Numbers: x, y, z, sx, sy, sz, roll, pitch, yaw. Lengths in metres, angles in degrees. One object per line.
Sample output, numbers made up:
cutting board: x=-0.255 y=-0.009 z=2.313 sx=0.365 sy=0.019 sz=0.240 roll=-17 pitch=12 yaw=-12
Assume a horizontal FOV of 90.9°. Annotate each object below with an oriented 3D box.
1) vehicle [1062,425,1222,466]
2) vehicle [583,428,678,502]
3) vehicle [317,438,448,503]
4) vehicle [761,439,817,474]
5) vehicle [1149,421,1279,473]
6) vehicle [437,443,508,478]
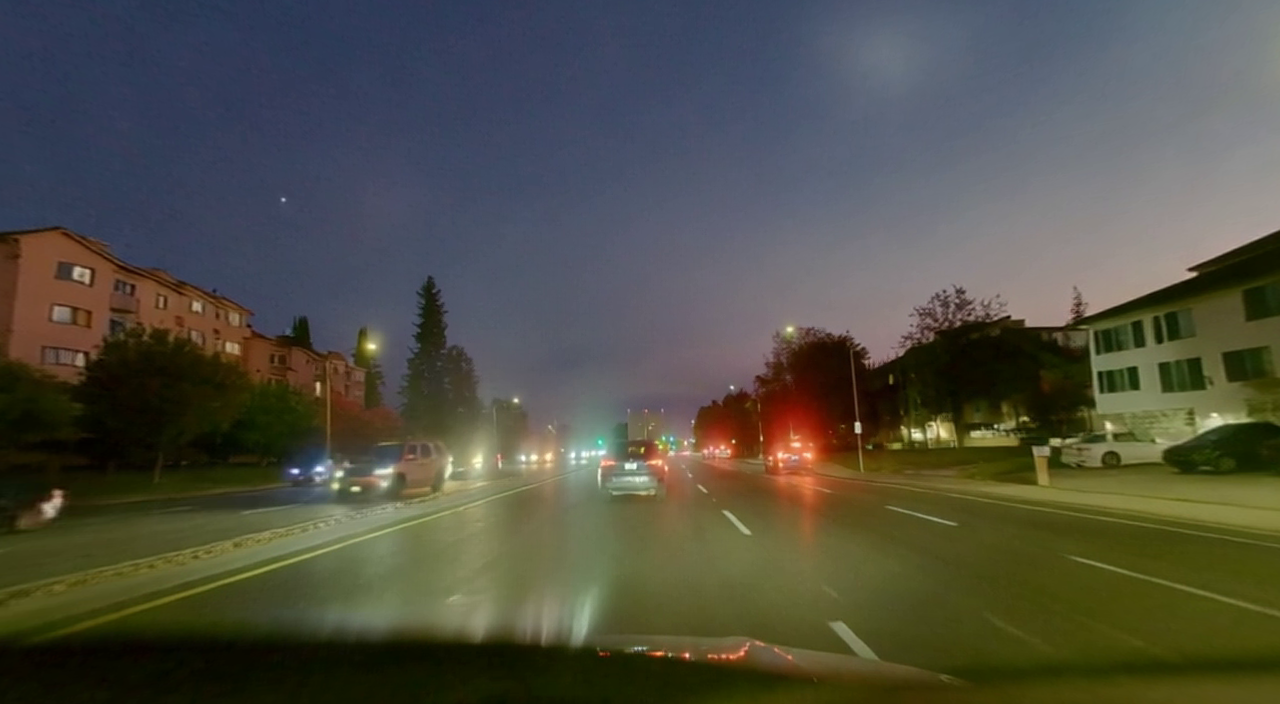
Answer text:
vehicle: x=19.317 y=3.631 z=24.427 sx=4.474 sy=1.524 sz=1.893 roll=-1 pitch=-9 yaw=3
vehicle: x=-0.156 y=3.149 z=17.980 sx=2.332 sy=1.798 sz=4.546 roll=0 pitch=-8 yaw=2
vehicle: x=-7.860 y=3.629 z=19.848 sx=2.119 sy=1.778 sz=4.760 roll=0 pitch=-9 yaw=0
vehicle: x=7.677 y=5.419 z=32.901 sx=1.971 sy=1.722 sz=4.341 roll=0 pitch=-9 yaw=1
vehicle: x=18.587 y=2.897 z=19.223 sx=4.292 sy=1.496 sz=1.984 roll=0 pitch=-9 yaw=1
vehicle: x=-9.891 y=6.454 z=37.891 sx=2.238 sy=1.906 sz=6.264 roll=-1 pitch=-8 yaw=3
